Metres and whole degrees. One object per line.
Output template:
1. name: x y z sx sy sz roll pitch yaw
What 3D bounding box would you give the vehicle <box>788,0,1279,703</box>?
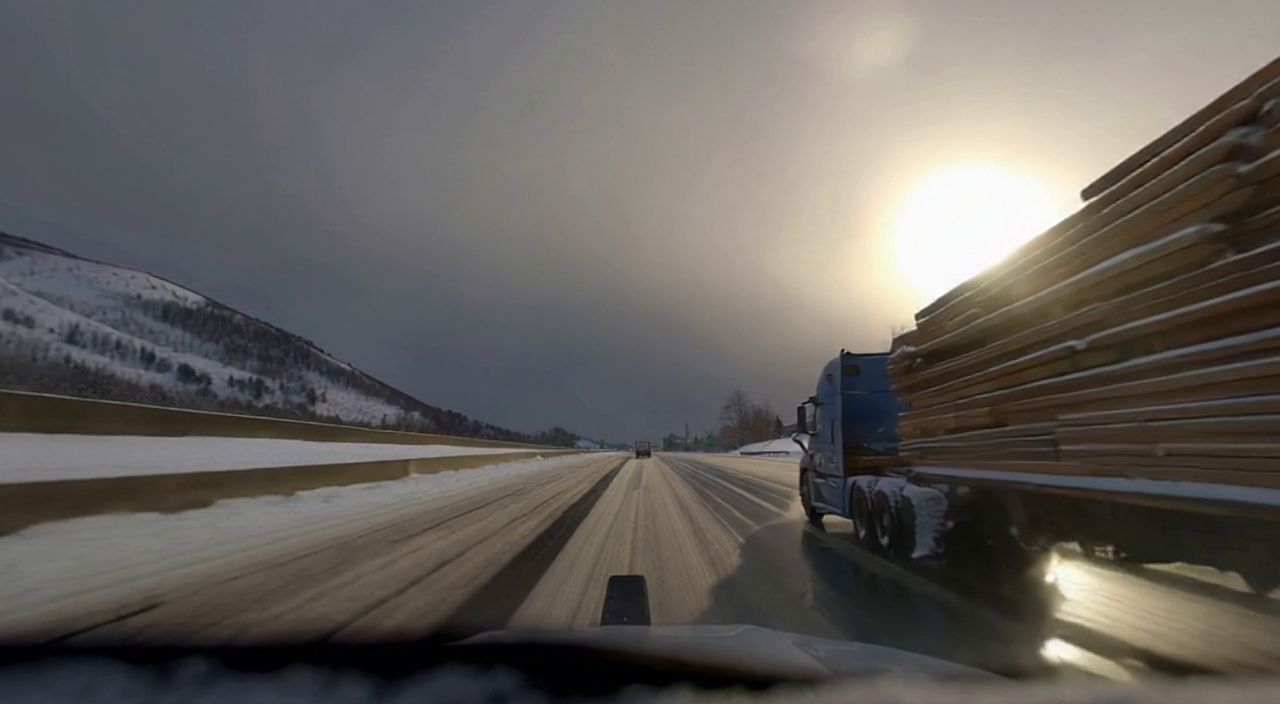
1. vehicle: 3.987 0.629 4.516 3.326 3.089 10.642 0 -9 0
